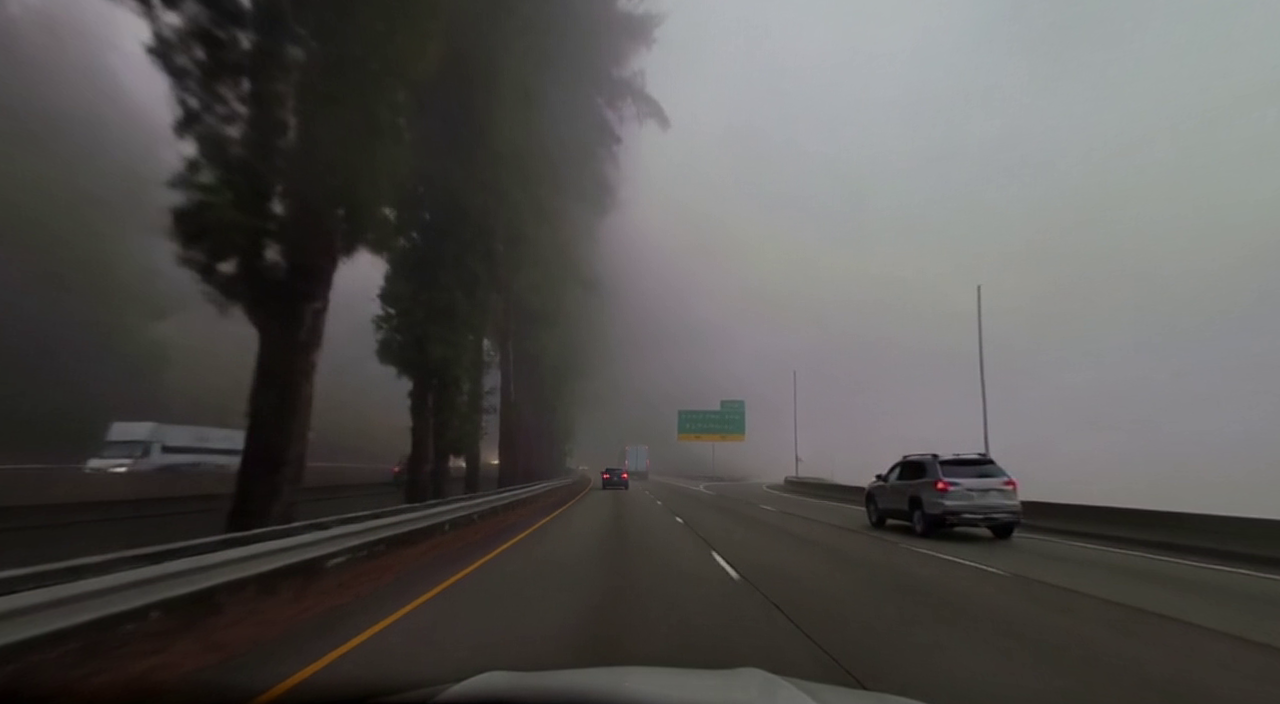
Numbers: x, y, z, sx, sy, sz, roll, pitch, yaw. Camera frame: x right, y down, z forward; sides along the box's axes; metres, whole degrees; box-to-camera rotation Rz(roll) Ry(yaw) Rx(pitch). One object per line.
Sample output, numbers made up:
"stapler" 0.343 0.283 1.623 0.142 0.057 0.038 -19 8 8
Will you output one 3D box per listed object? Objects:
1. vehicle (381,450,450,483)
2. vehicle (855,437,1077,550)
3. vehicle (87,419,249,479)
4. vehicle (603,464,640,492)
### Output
"vehicle" -11.955 6.166 33.938 1.952 1.618 4.859 1 -10 -1
"vehicle" 6.134 2.738 12.689 1.998 1.776 4.663 1 -10 0
"vehicle" -33.330 7.180 45.495 2.954 3.720 11.544 1 -11 -1
"vehicle" -1.091 7.235 36.346 1.987 1.467 3.903 1 -10 -2
